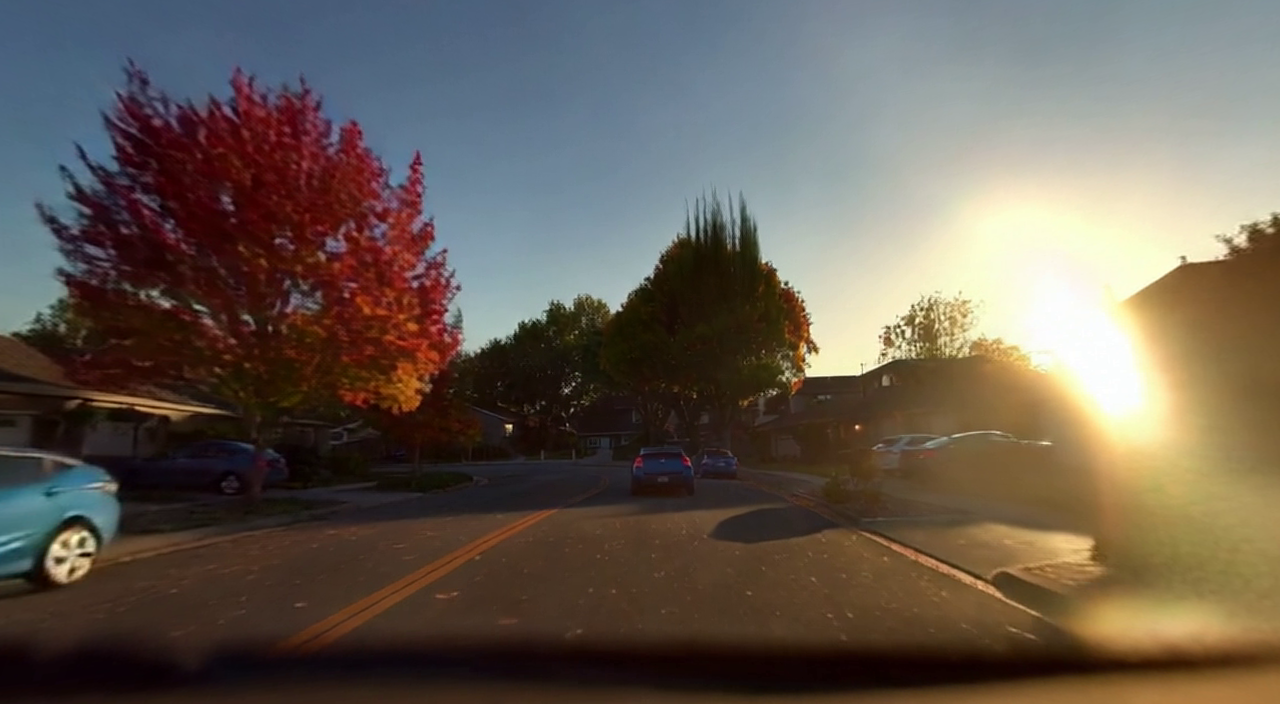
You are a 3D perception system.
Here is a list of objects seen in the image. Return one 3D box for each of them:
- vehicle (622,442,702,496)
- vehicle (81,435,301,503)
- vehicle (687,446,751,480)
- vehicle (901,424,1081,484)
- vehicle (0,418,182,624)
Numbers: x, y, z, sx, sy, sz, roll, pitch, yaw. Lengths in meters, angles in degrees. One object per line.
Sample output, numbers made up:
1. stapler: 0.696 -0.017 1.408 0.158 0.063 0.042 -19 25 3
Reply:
1. vehicle: 0.571 3.558 19.633 2.192 1.474 4.192 0 -9 -1
2. vehicle: -12.621 3.311 18.077 4.597 1.794 2.043 1 -10 -5
3. vehicle: 3.600 5.144 29.606 2.089 1.462 4.529 1 -9 -4
4. vehicle: 11.152 3.237 20.293 4.524 1.587 2.064 -2 -7 -6
5. vehicle: -6.824 1.471 5.154 2.641 1.747 4.738 -2 -7 0
